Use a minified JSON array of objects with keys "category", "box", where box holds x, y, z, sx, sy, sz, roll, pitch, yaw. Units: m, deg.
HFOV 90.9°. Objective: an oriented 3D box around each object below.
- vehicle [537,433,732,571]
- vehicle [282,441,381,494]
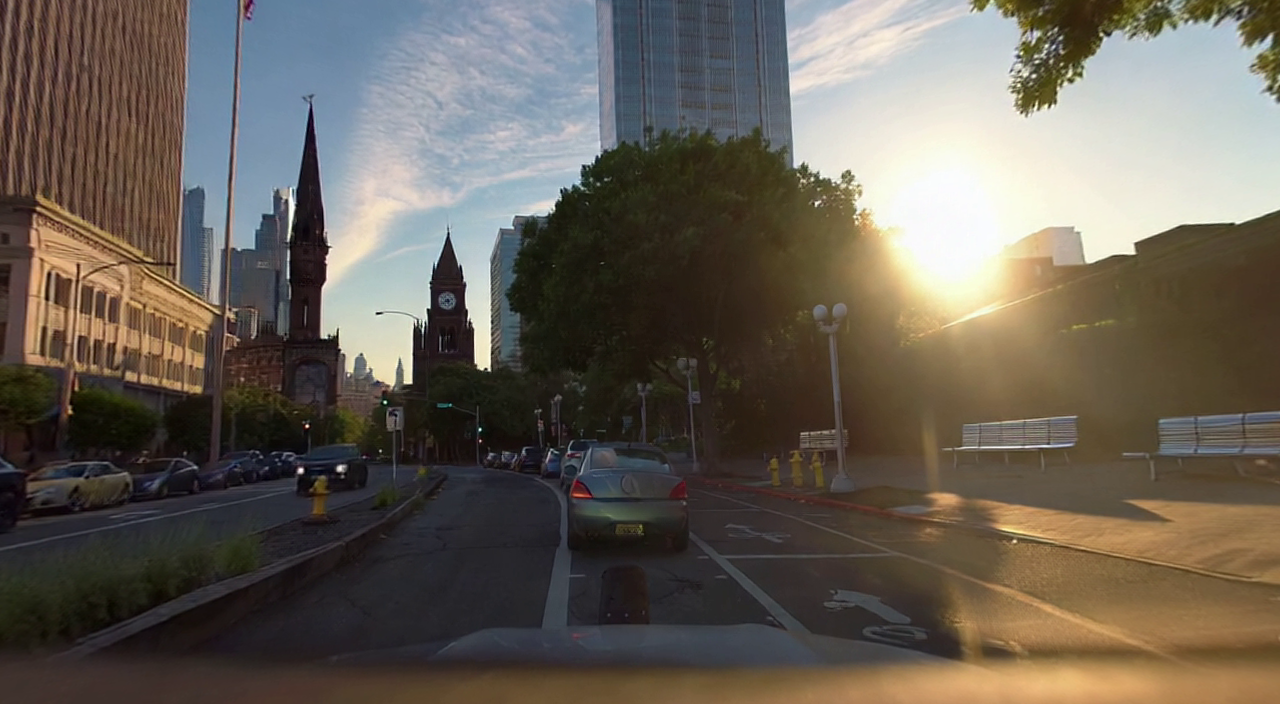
[{"category":"vehicle","box":[-0.247,1.944,9.003,2.142,1.475,4.051,1,-8,-6]},{"category":"vehicle","box":[-11.099,4.152,23.080,2.179,1.698,4.549,2,-9,-12]}]
